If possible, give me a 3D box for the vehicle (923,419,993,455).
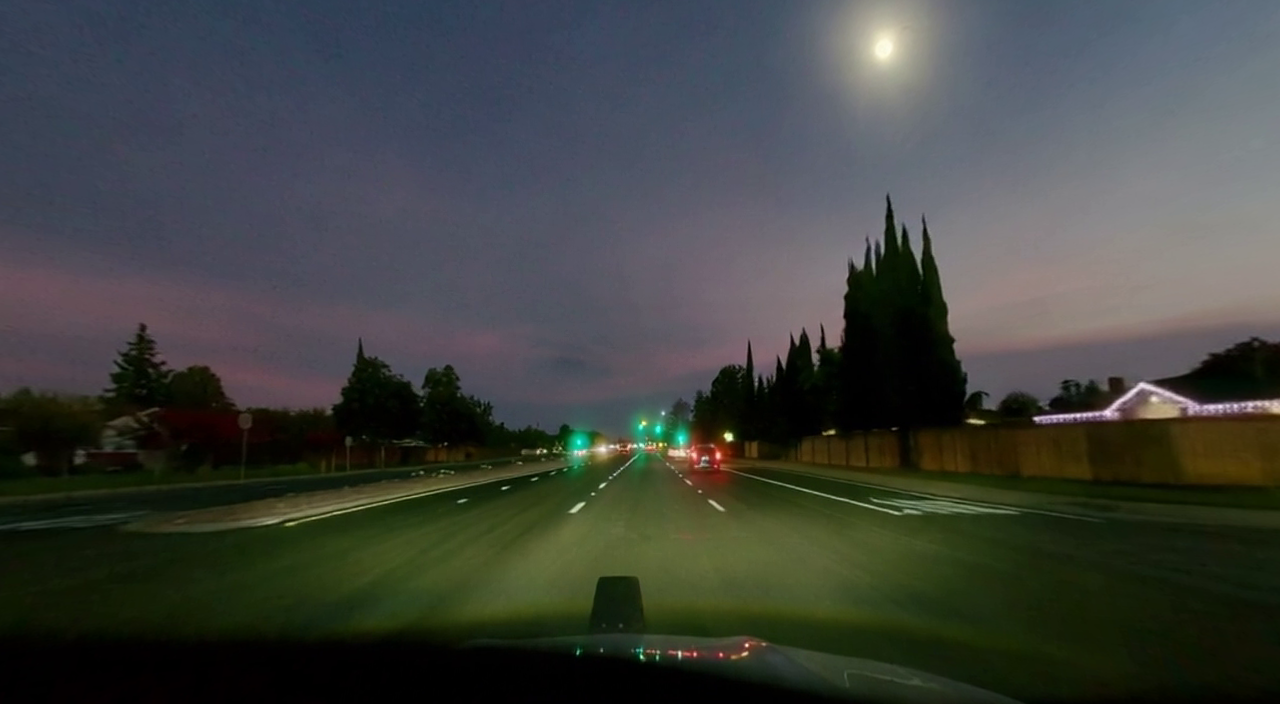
[{"bbox_3d":[16.268,4.406,32.460,1.853,1.704,4.060,-2,-9,7],"label":"vehicle"}]

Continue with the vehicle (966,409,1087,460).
[{"bbox_3d":[15.498,3.388,25.678,2.084,1.868,5.067,-1,-8,5],"label":"vehicle"}]

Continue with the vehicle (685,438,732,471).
[{"bbox_3d":[3.866,5.911,36.455,2.114,1.780,4.445,0,-8,-1],"label":"vehicle"}]
